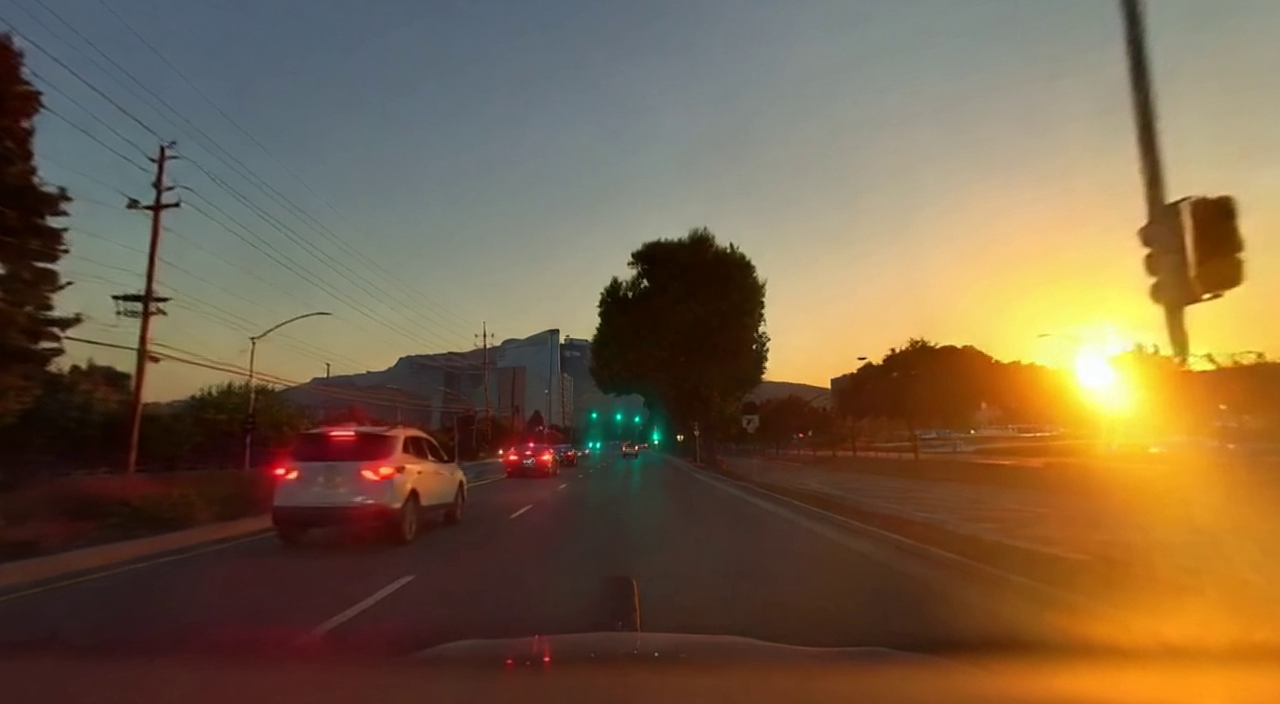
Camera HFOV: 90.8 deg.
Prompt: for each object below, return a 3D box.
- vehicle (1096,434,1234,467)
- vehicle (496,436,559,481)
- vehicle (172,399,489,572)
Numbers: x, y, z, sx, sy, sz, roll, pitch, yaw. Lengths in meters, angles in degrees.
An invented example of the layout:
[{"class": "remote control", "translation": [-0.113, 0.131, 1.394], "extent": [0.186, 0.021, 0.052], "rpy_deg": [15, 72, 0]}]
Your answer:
[{"class": "vehicle", "translation": [33.429, 6.361, 40.703], "extent": [2.436, 1.877, 7.681], "rpy_deg": [1, -9, 1]}, {"class": "vehicle", "translation": [-4.640, 4.458, 26.648], "extent": [2.041, 1.698, 4.094], "rpy_deg": [0, -9, -3]}, {"class": "vehicle", "translation": [-3.797, 1.742, 8.939], "extent": [2.189, 1.807, 4.467], "rpy_deg": [0, -9, 0]}]
